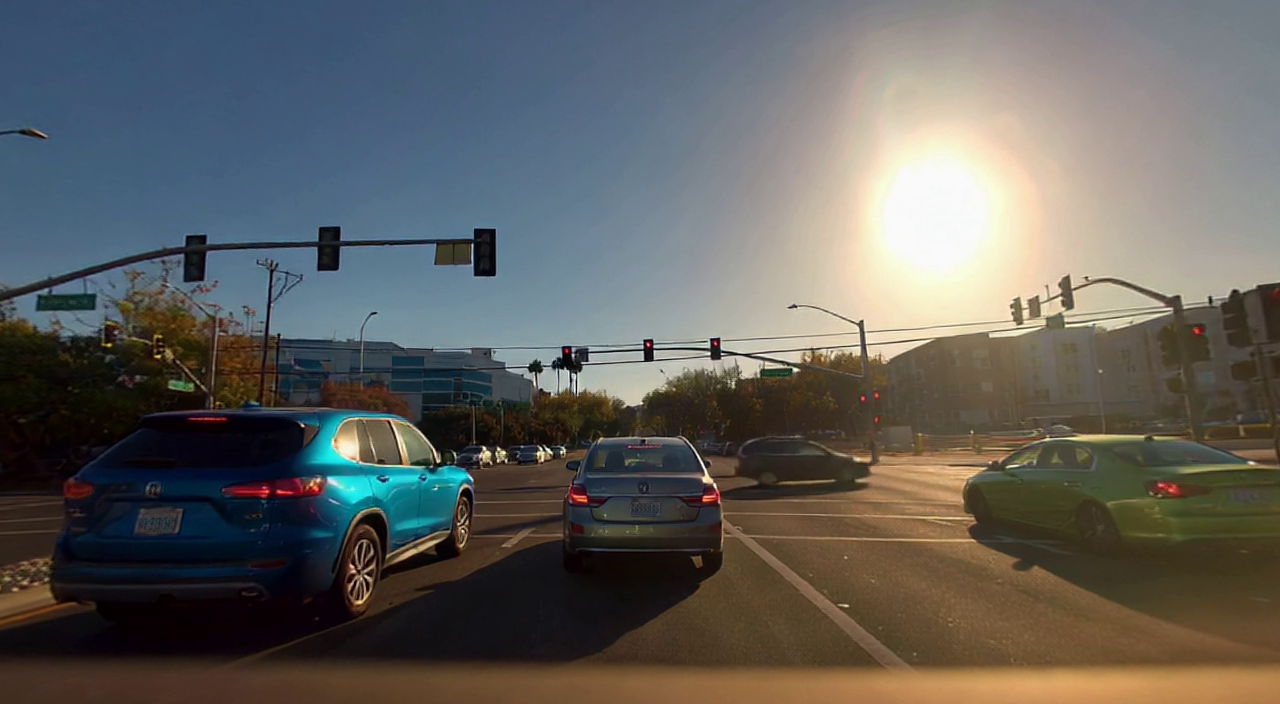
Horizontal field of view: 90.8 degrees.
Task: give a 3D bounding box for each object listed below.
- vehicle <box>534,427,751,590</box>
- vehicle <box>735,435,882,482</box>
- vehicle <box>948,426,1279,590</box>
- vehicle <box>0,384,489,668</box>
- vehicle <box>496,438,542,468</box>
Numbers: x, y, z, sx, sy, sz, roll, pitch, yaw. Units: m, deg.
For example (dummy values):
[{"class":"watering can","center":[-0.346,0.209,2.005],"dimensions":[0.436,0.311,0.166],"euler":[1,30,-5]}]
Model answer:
[{"class":"vehicle","center":[-0.005,1.702,7.727],"dimensions":[1.942,1.445,3.973],"euler":[0,-8,-1]},{"class":"vehicle","center":[5.994,3.855,22.955],"dimensions":[4.742,1.605,2.117],"euler":[0,-8,0]},{"class":"vehicle","center":[6.093,1.763,8.105],"dimensions":[1.970,1.489,4.482],"euler":[0,-8,-1]},{"class":"vehicle","center":[-3.104,1.369,6.097],"dimensions":[2.051,1.682,4.467],"euler":[0,-8,2]},{"class":"vehicle","center":[-7.962,6.699,42.013],"dimensions":[2.130,1.810,4.450],"euler":[-2,-8,1]}]
